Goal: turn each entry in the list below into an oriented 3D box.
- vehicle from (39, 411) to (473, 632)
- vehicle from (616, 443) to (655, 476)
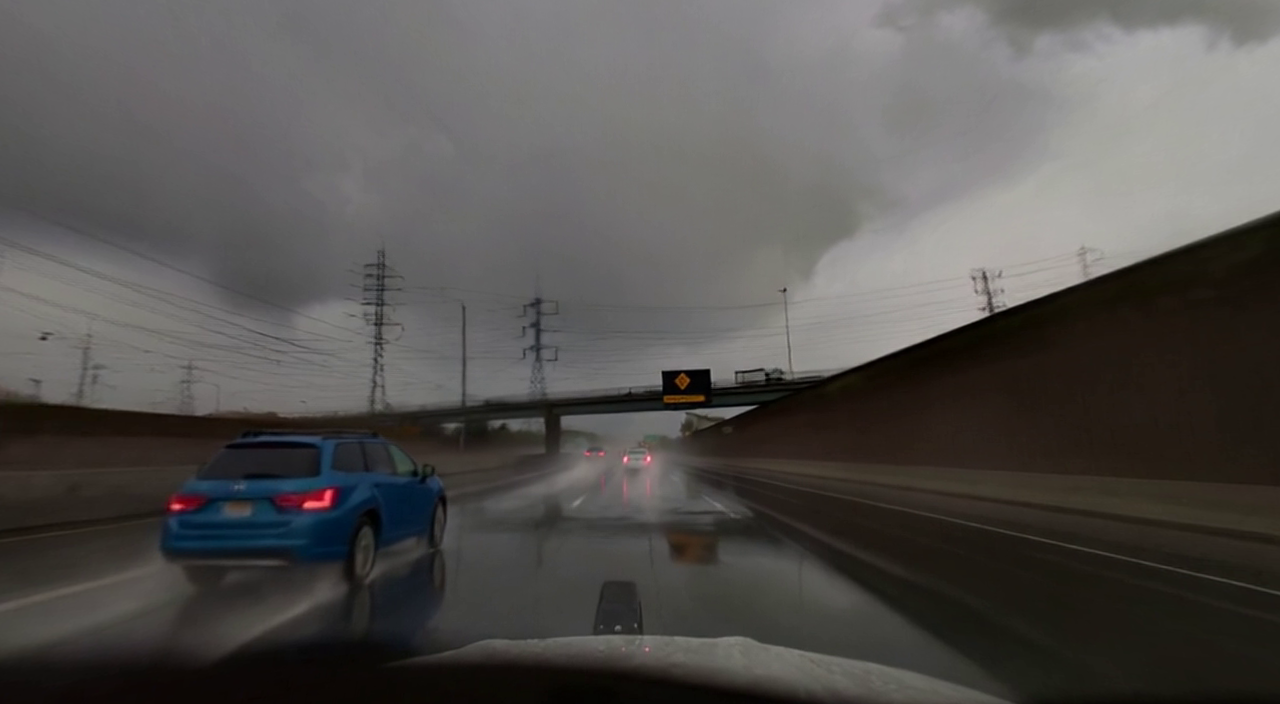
[{"bbox_3d":[-3.272,1.514,6.518,1.987,1.548,3.981,0,-9,-1],"label":"vehicle"},{"bbox_3d":[-0.252,5.765,33.722,2.004,1.615,4.113,0,-9,-1],"label":"vehicle"}]
